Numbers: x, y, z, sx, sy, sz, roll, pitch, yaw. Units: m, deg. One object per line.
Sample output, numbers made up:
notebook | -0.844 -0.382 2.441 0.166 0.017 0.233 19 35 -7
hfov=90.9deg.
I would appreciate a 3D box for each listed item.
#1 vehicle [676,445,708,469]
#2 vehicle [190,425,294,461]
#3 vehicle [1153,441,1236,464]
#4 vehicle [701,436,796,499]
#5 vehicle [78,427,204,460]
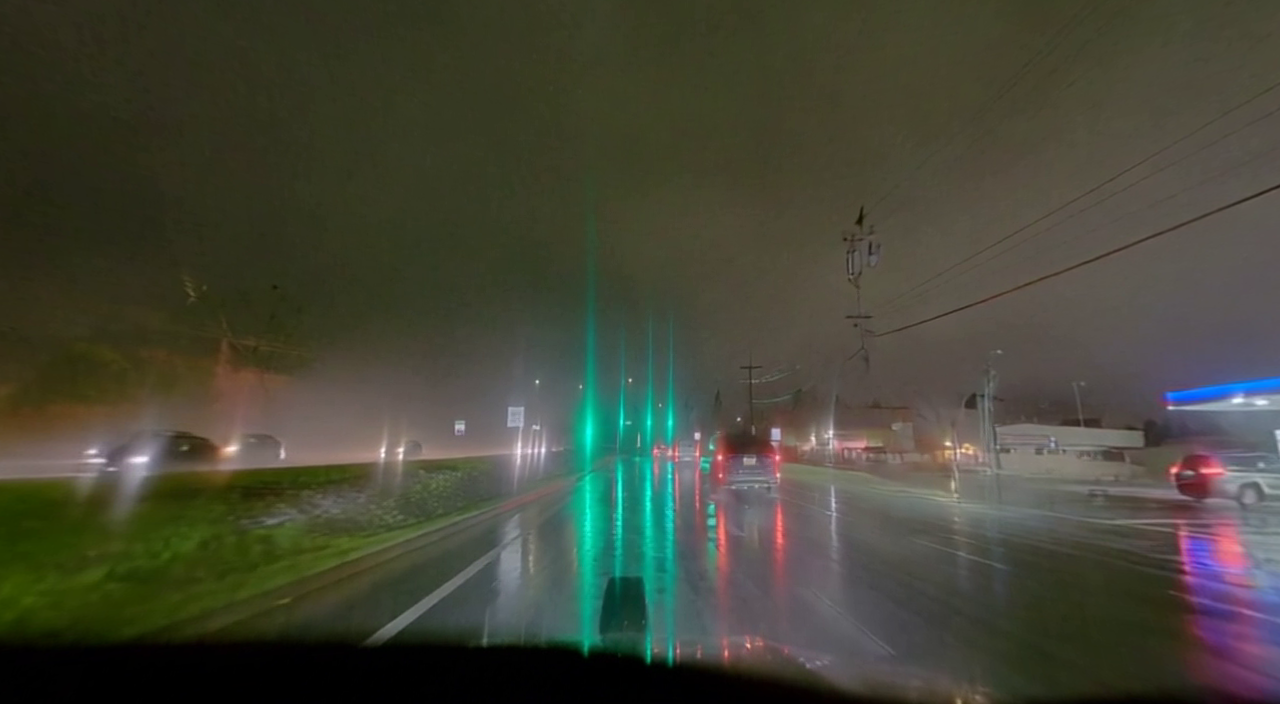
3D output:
vehicle | 3.694 7.510 45.237 2.012 1.612 4.114 0 -8 1
vehicle | -19.488 4.522 31.160 1.941 1.629 4.557 -1 -8 4
vehicle | 37.061 6.724 42.133 4.234 1.450 2.000 2 -9 -14
vehicle | 3.329 3.648 20.414 2.184 1.777 4.712 0 -8 -1
vehicle | -23.401 4.338 29.830 2.036 1.459 4.574 -1 -8 3
